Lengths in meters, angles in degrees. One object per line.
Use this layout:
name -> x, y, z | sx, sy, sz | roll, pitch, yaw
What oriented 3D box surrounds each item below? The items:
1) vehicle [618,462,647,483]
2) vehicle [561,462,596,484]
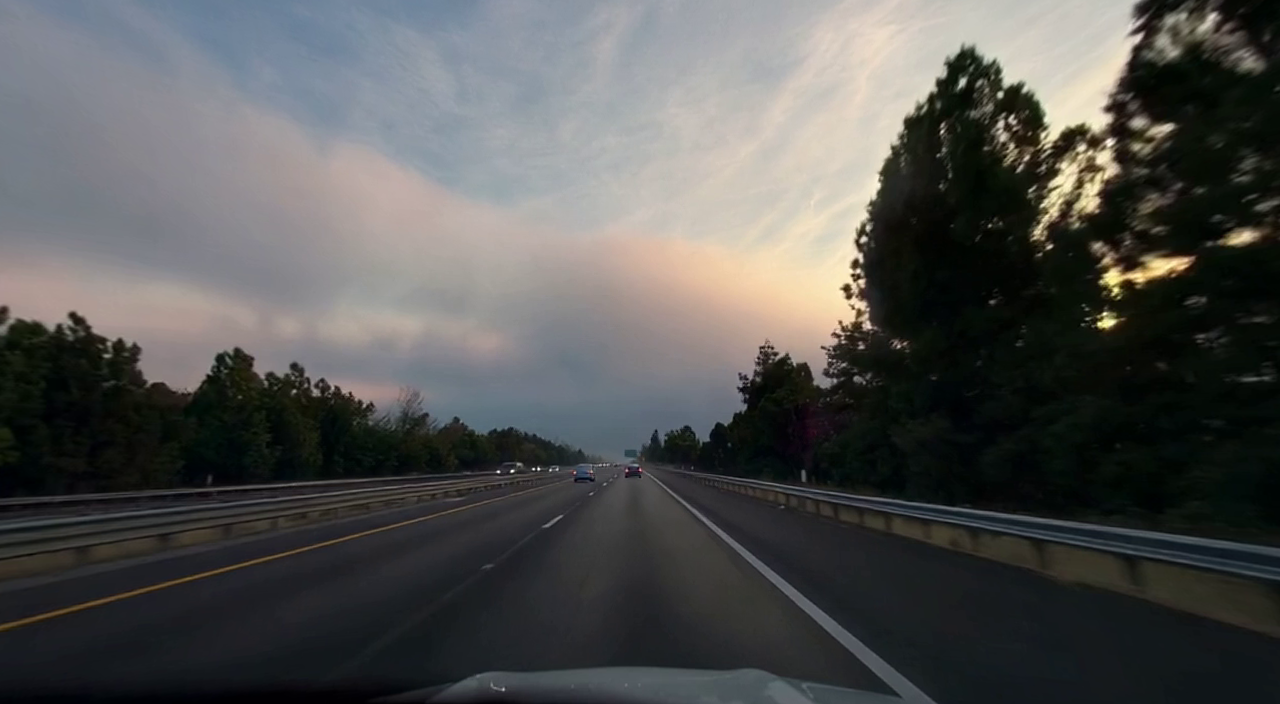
vehicle -> -0.579, 9.273, 48.479 | 2.071, 1.507, 4.324 | 1, -10, 0
vehicle -> -4.321, 8.562, 44.681 | 2.088, 1.466, 3.939 | 1, -10, 0
